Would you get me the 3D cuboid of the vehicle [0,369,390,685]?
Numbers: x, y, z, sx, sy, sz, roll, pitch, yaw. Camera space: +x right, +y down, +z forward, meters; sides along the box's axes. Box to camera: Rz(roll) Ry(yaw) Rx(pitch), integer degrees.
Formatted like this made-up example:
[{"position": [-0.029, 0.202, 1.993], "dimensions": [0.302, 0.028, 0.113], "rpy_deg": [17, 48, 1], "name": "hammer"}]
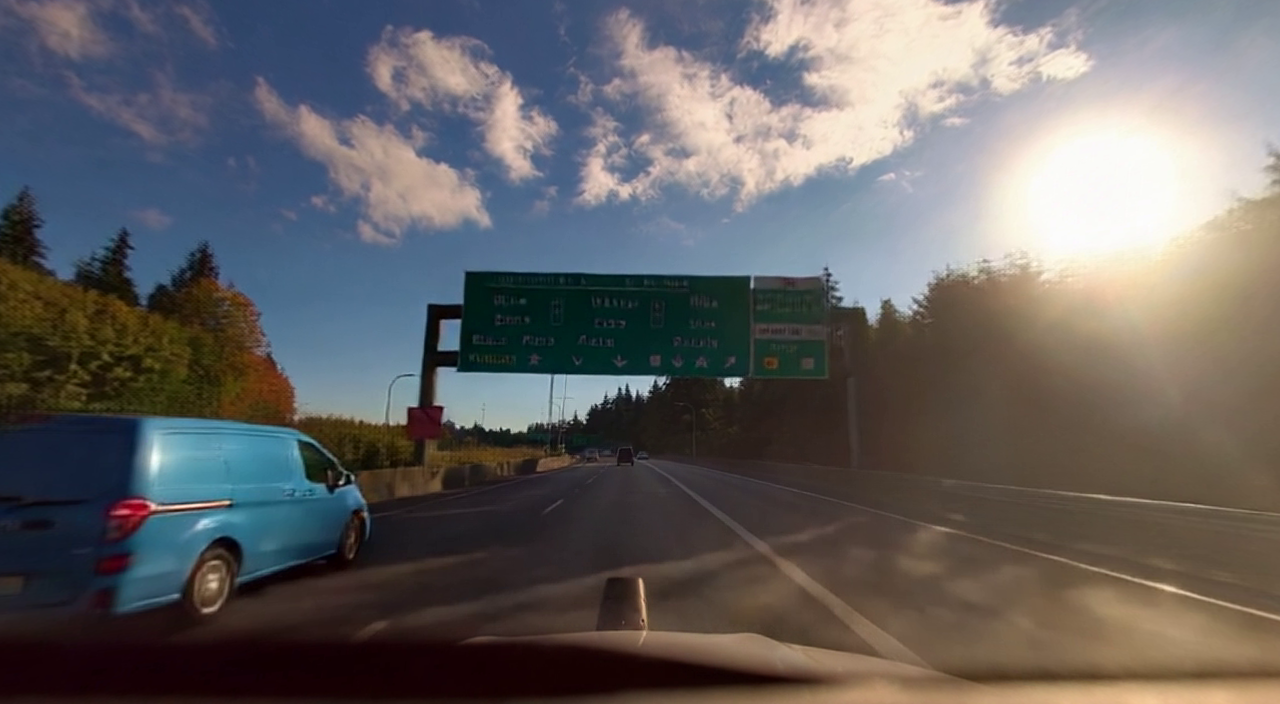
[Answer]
[{"position": [-4.181, 1.325, 5.839], "dimensions": [1.971, 1.795, 4.389], "rpy_deg": [0, -9, -1], "name": "vehicle"}]
